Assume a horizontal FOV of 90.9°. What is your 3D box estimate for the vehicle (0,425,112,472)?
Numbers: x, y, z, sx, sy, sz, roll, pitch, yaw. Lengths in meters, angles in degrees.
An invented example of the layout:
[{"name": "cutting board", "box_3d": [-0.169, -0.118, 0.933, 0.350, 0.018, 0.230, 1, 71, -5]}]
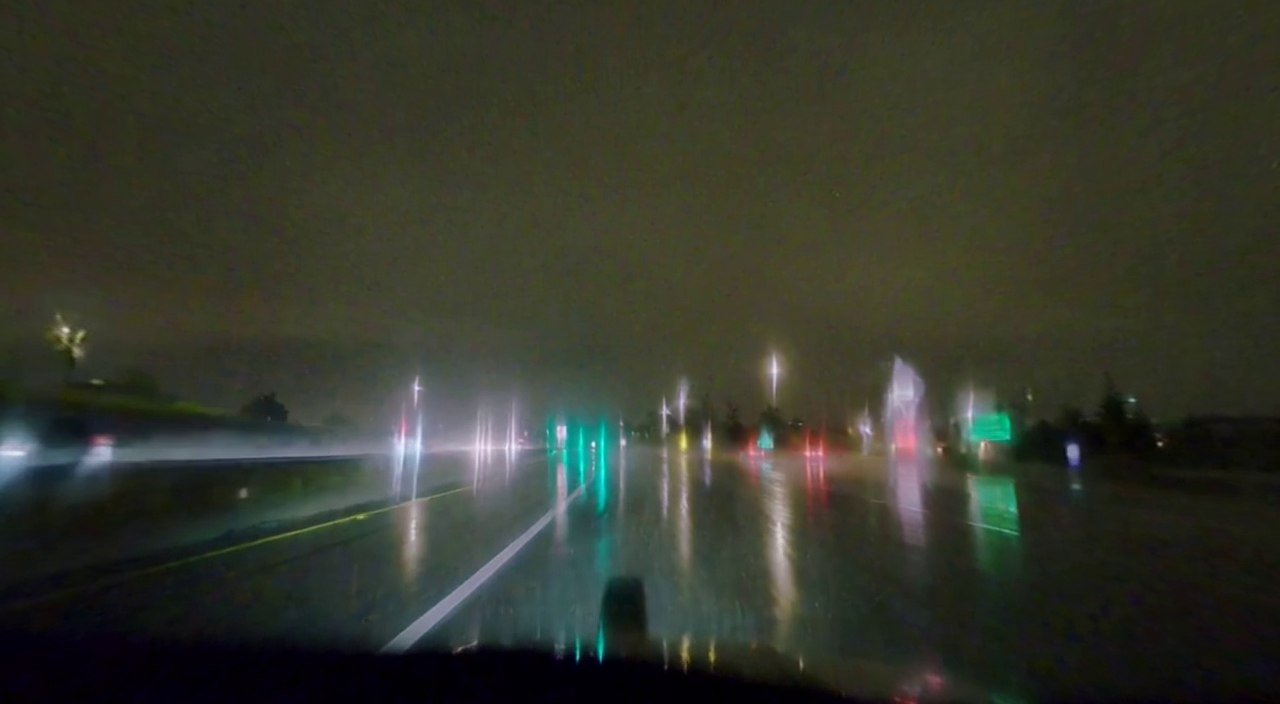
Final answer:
[{"name": "vehicle", "box_3d": [-24.520, 3.931, 25.631, 2.128, 1.717, 4.624, 0, -9, -1]}]
